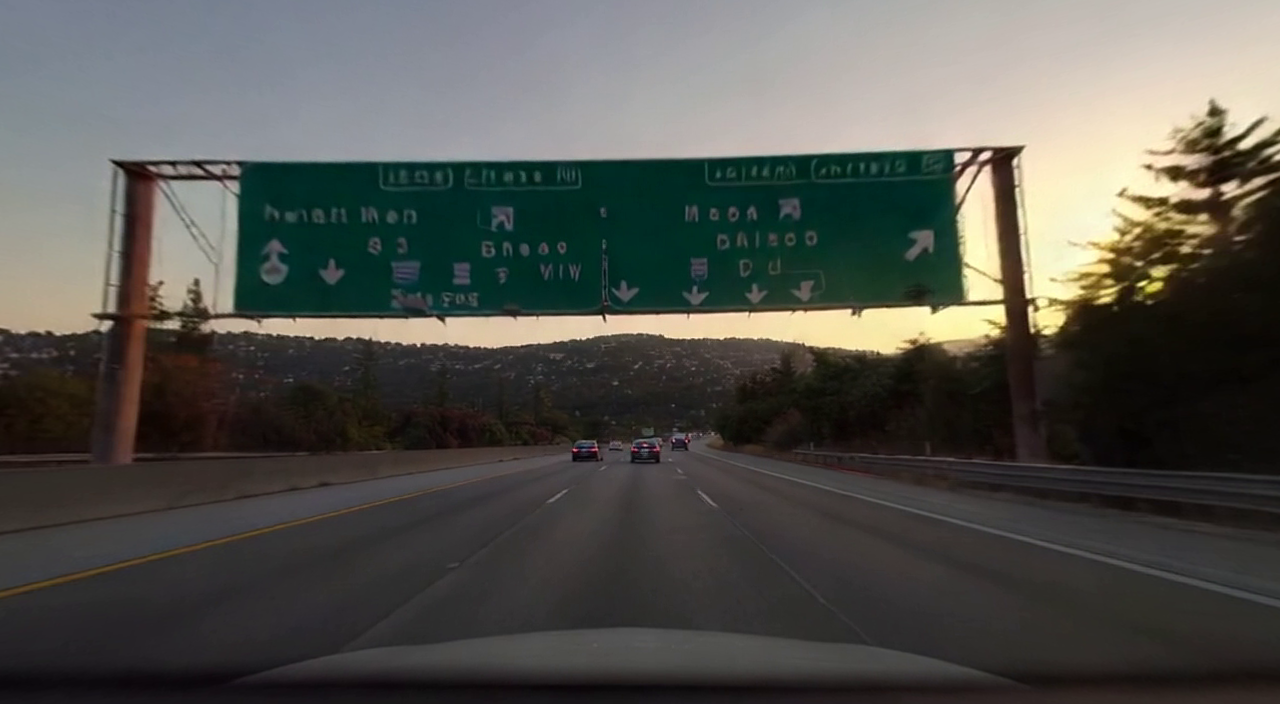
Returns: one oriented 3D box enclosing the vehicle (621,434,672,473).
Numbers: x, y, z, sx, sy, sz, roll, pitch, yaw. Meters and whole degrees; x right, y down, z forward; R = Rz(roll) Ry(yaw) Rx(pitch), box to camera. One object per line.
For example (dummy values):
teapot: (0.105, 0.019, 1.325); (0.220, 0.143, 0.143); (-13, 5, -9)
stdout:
vehicle: (0.258, 4.365, 27.204); (2.049, 1.542, 3.816); (0, -8, 0)

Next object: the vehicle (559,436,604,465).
vehicle: (-3.371, 5.759, 37.000); (2.066, 1.561, 4.495); (0, -8, 1)
